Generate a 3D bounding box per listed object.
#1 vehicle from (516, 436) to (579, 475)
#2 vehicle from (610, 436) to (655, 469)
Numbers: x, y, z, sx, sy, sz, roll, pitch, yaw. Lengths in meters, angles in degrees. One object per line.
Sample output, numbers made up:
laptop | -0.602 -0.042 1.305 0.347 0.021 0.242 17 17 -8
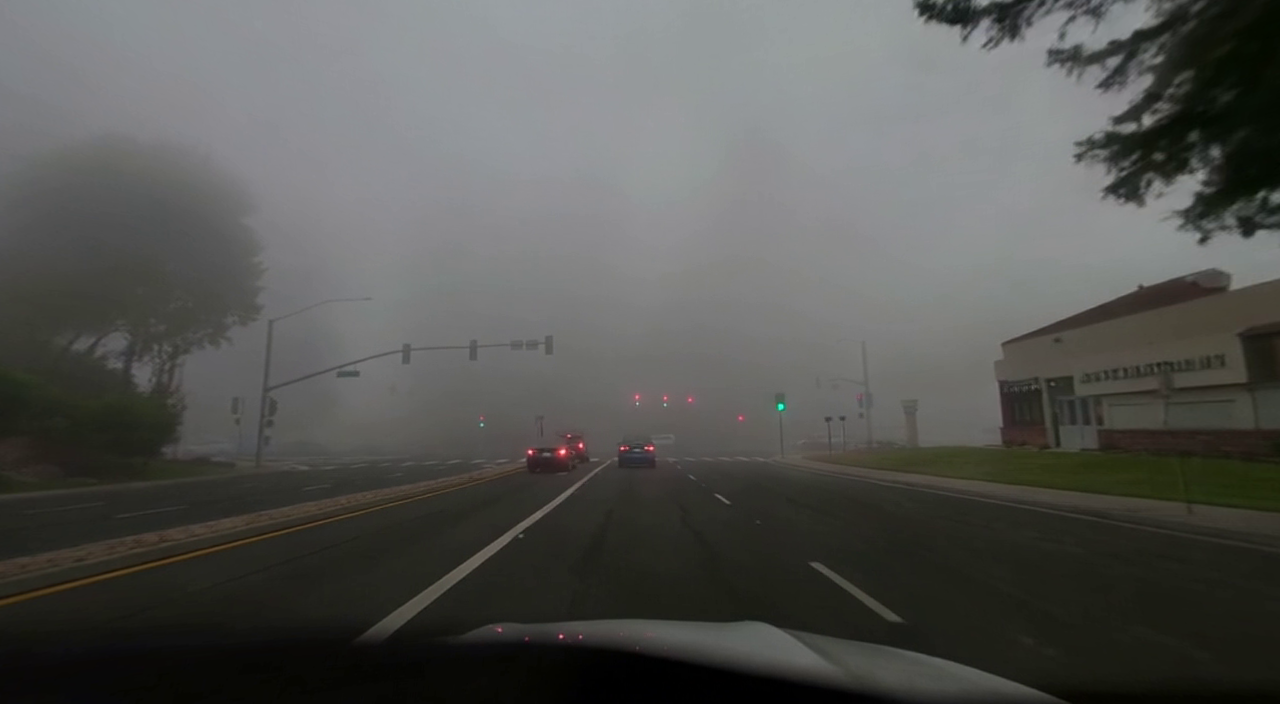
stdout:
vehicle | -3.793 4.331 26.649 1.942 1.497 4.561 0 -8 0
vehicle | -0.373 4.941 31.147 2.066 1.482 3.923 0 -8 -1
